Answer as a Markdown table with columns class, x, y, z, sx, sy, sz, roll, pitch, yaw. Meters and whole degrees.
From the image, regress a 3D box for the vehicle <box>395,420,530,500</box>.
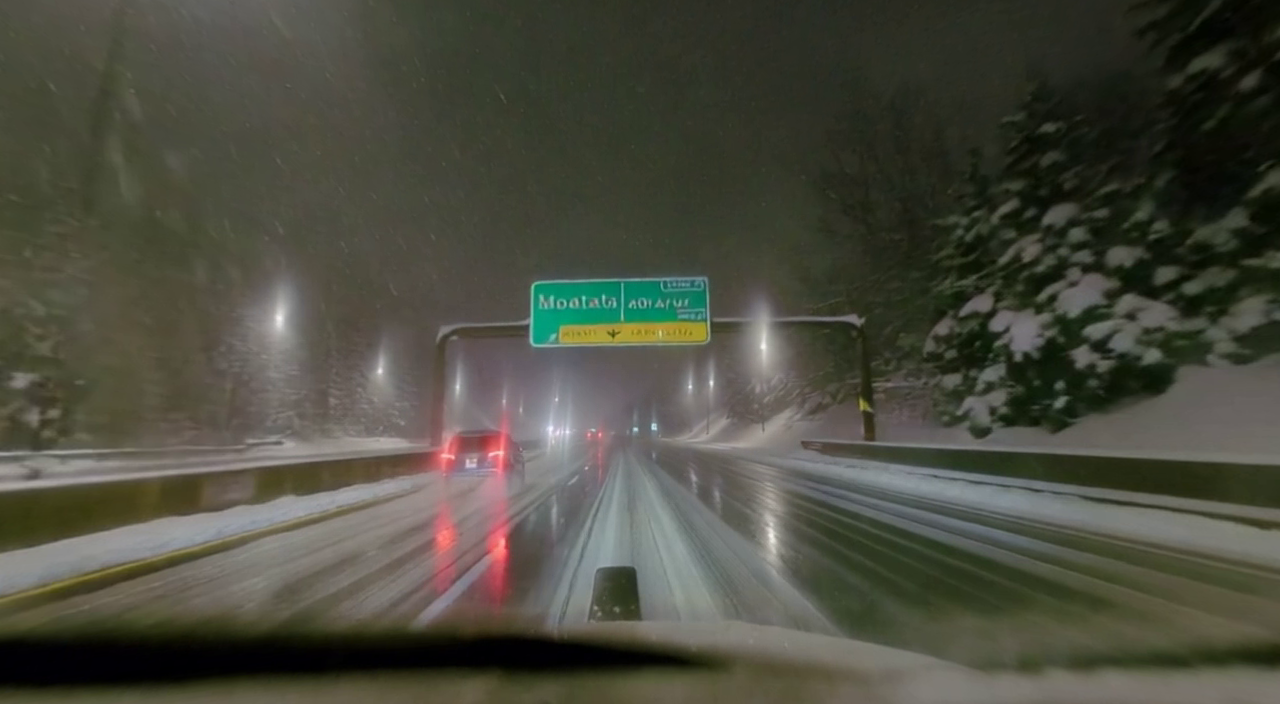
| class | x | y | z | sx | sy | sz | roll | pitch | yaw |
| --- | --- | --- | --- | --- | --- | --- | --- | --- | --- |
| vehicle | -3.979 | 2.474 | 14.957 | 2.062 | 1.591 | 4.156 | 0 | -8 | -1 |
